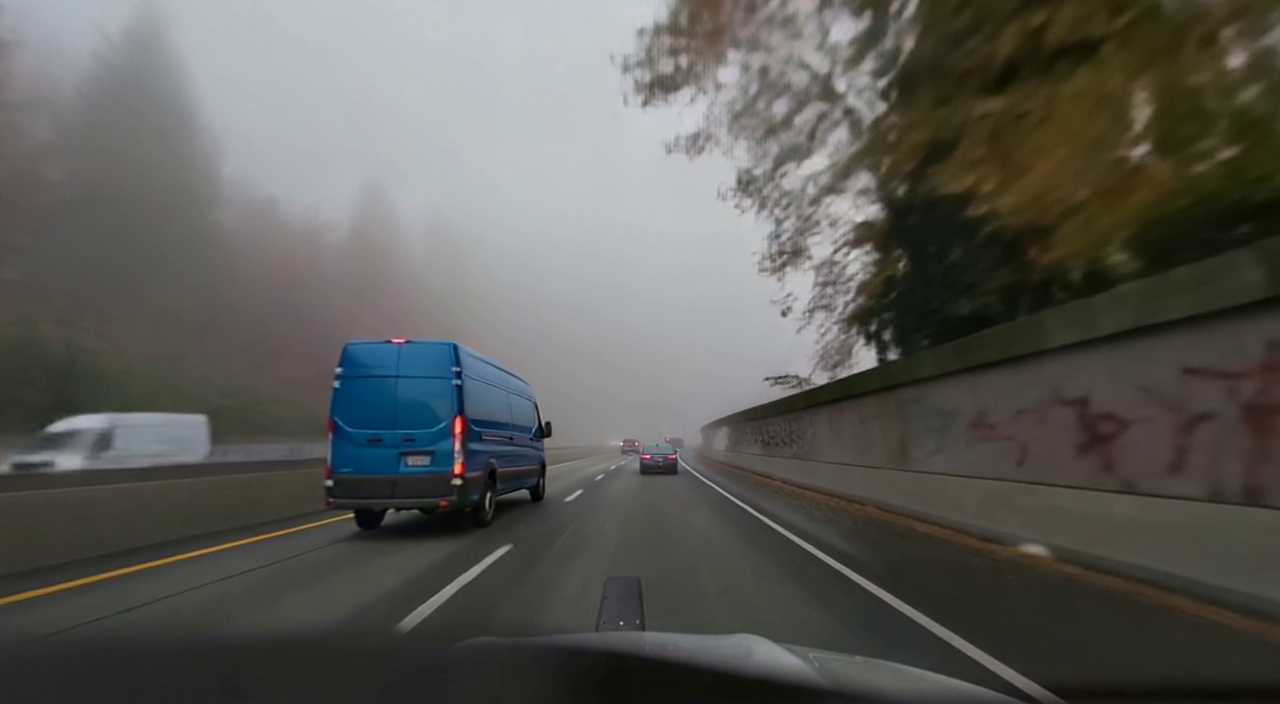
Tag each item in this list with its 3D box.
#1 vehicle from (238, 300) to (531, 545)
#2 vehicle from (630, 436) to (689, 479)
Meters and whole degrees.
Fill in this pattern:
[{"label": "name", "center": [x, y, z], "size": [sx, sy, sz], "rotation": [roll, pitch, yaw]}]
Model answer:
[{"label": "vehicle", "center": [-3.298, 1.132, 9.689], "size": [2.334, 2.769, 5.087], "rotation": [0, -8, -1]}, {"label": "vehicle", "center": [0.712, 3.972, 24.001], "size": [2.071, 1.487, 3.948], "rotation": [0, -8, 1]}]
